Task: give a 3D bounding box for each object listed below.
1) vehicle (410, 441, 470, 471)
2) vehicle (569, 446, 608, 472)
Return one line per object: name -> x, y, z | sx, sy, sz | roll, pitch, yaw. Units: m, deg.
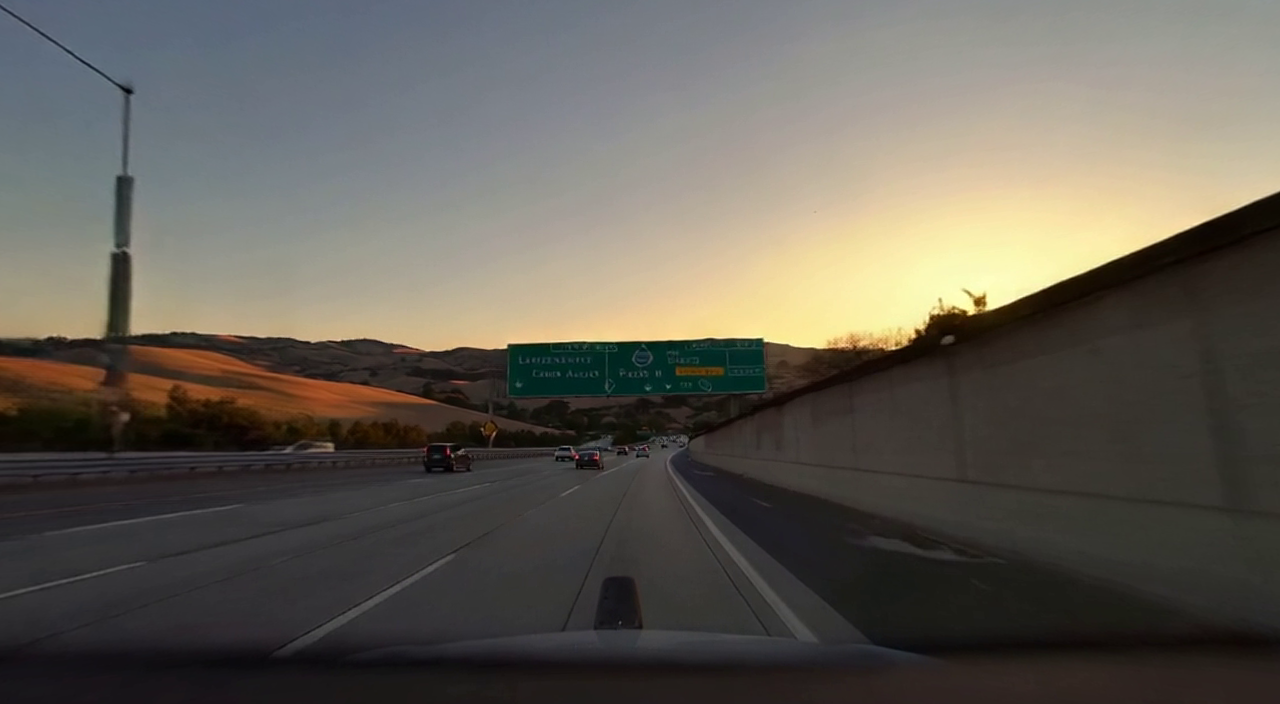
vehicle -> -12.659, 6.595, 40.312 | 2.076, 1.766, 4.831 | 0, -9, 2
vehicle -> -3.146, 6.622, 39.155 | 1.931, 1.492, 4.076 | 0, -9, 2
